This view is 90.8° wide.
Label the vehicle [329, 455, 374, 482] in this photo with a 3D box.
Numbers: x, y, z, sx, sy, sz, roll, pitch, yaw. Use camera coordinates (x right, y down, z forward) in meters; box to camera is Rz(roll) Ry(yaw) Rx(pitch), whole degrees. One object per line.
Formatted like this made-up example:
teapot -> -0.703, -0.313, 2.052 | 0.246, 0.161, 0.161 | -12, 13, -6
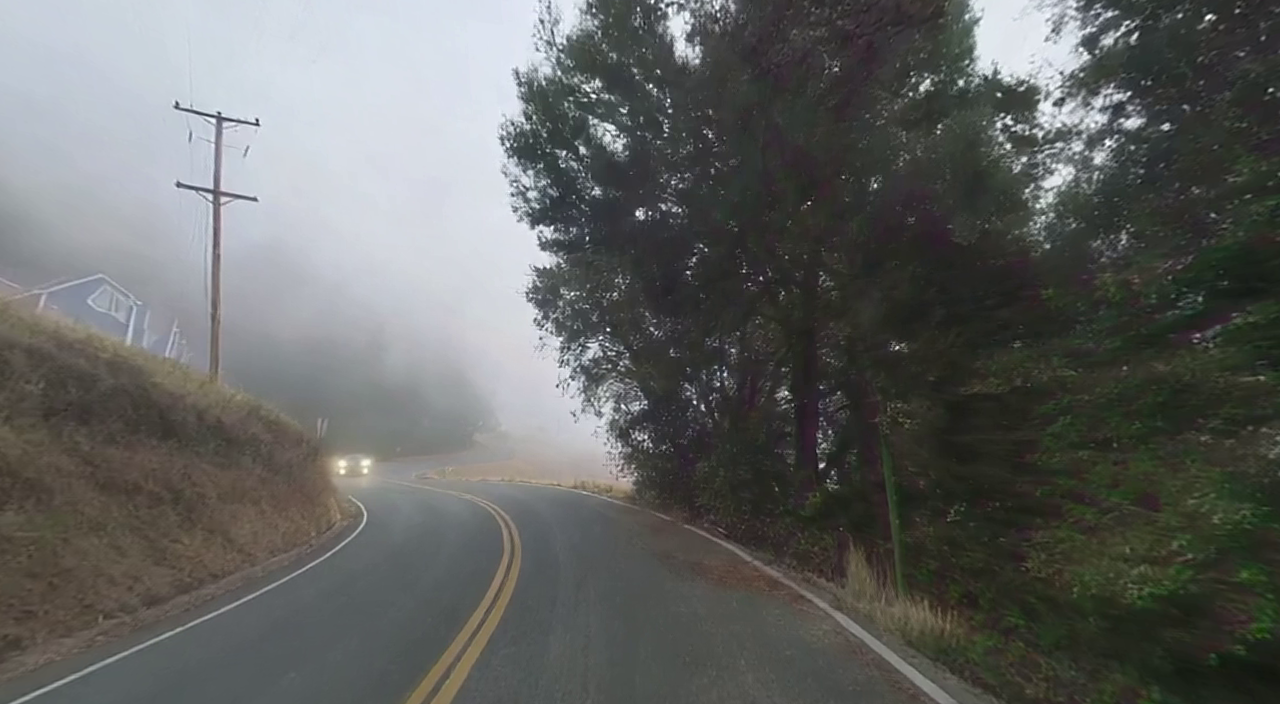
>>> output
vehicle -> -17.796, 7.104, 38.883 | 2.063, 1.485, 3.997 | 5, -10, -29
